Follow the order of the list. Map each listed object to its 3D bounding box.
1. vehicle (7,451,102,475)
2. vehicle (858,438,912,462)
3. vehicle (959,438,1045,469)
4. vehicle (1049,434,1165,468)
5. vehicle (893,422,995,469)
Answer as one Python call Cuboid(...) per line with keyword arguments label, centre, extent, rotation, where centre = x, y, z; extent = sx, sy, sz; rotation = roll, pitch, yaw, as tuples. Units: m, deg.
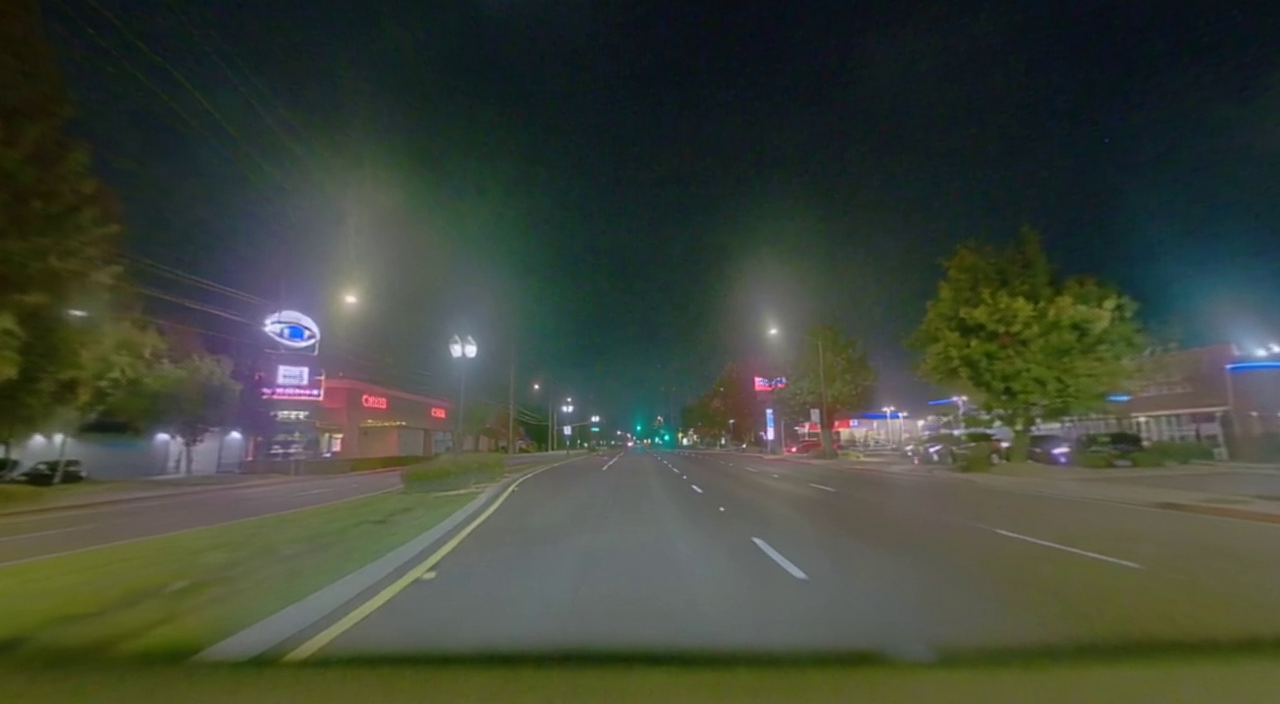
Cuboid(label="vehicle", centre=(-38.879, 7.390, 42.026), extent=(4.320, 1.477, 1.937), rotation=(0, -8, -2))
Cuboid(label="vehicle", centre=(16.375, 6.552, 42.481), extent=(1.880, 1.477, 4.556), rotation=(-1, -8, 1))
Cuboid(label="vehicle", centre=(17.897, 5.041, 31.418), extent=(1.873, 1.383, 3.754), rotation=(-1, -9, -3))
Cuboid(label="vehicle", centre=(22.652, 4.863, 30.884), extent=(1.791, 1.458, 4.316), rotation=(-1, -9, -12))
Cuboid(label="vehicle", centre=(14.904, 4.656, 31.439), extent=(2.235, 2.016, 5.481), rotation=(-3, -9, 0))
